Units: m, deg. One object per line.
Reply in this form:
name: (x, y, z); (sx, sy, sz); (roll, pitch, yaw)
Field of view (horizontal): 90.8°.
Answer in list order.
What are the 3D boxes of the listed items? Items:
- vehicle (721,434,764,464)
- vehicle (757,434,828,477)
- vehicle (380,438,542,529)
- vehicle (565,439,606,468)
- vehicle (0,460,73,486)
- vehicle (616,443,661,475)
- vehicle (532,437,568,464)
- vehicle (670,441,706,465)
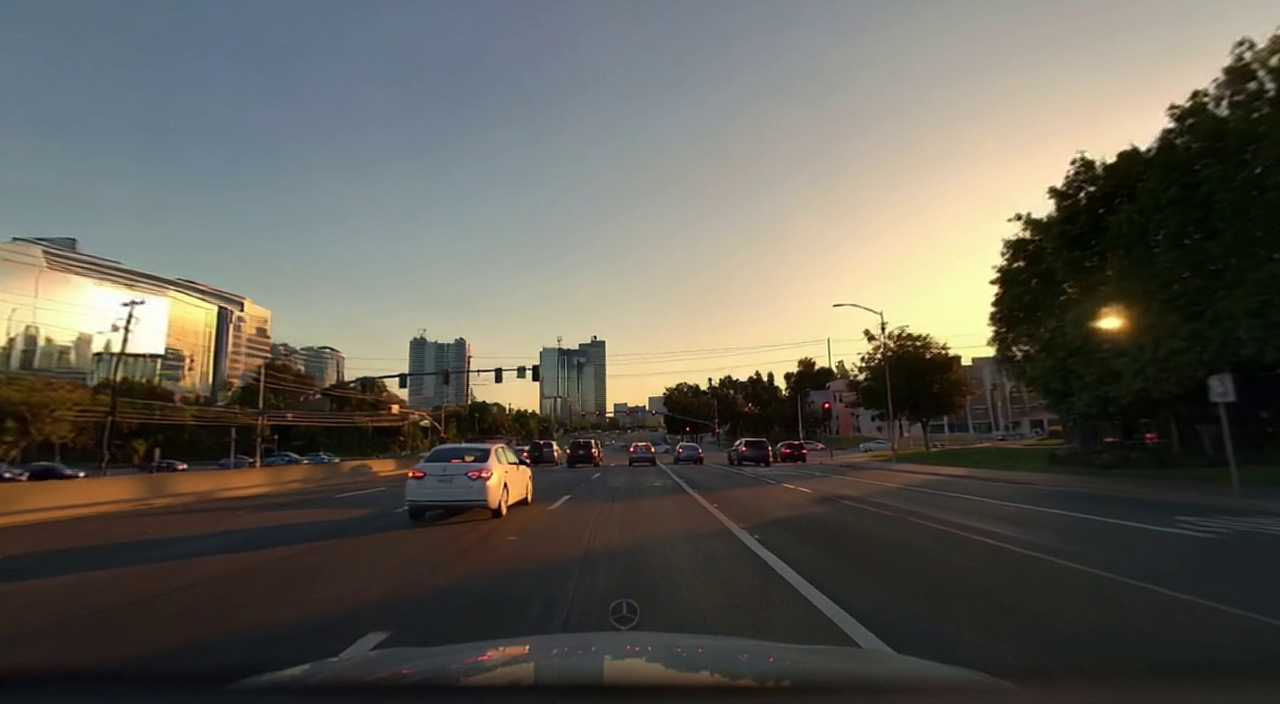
vehicle: (7.345, 7.025, 45.759); (2.156, 1.982, 5.358); (0, -9, -1)
vehicle: (6.526, 4.482, 27.510); (1.945, 1.706, 4.190); (0, -8, -2)
vehicle: (-3.254, 2.469, 12.479); (1.837, 1.463, 4.311); (0, -8, 1)
vehicle: (-3.336, 6.311, 39.400); (2.033, 1.714, 4.278); (0, -8, 1)
vehicle: (-39.910, 7.853, 40.864); (4.697, 1.443, 1.662); (-2, -9, -4)
vehicle: (-0.070, 5.262, 31.297); (2.098, 1.431, 3.958); (0, -8, 0)
vehicle: (-7.024, 7.732, 49.595); (2.105, 1.985, 4.336); (0, -8, 1)
vehicle: (3.199, 6.871, 43.213); (1.987, 1.515, 4.521); (0, -8, -2)
